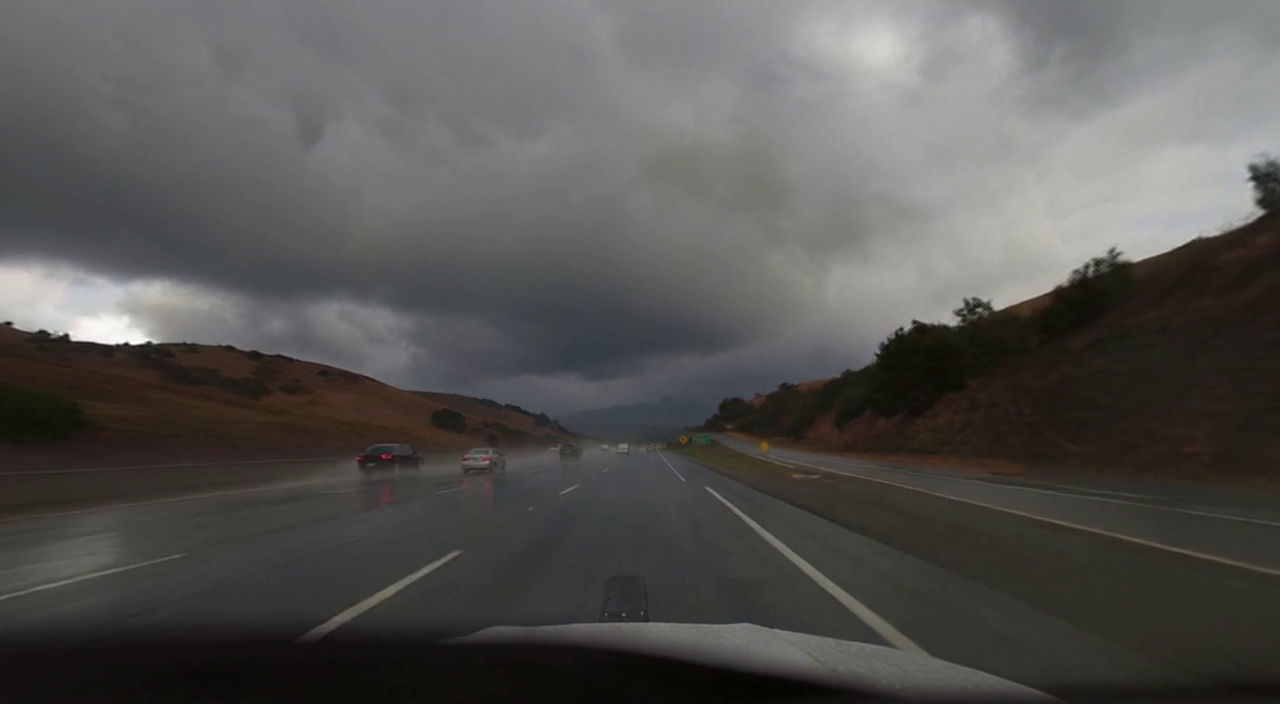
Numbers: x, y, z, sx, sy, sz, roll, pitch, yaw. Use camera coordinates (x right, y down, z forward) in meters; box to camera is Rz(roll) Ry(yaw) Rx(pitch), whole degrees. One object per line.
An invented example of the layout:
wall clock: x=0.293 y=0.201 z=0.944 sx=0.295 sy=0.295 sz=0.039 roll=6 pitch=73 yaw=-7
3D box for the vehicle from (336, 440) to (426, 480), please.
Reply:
vehicle: x=-11.510 y=4.839 z=28.452 sx=2.020 sy=1.645 sz=4.629 roll=0 pitch=-9 yaw=1

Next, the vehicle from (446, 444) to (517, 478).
vehicle: x=-7.338 y=5.092 z=29.692 sx=2.107 sy=1.484 sz=4.449 roll=0 pitch=-9 yaw=1
